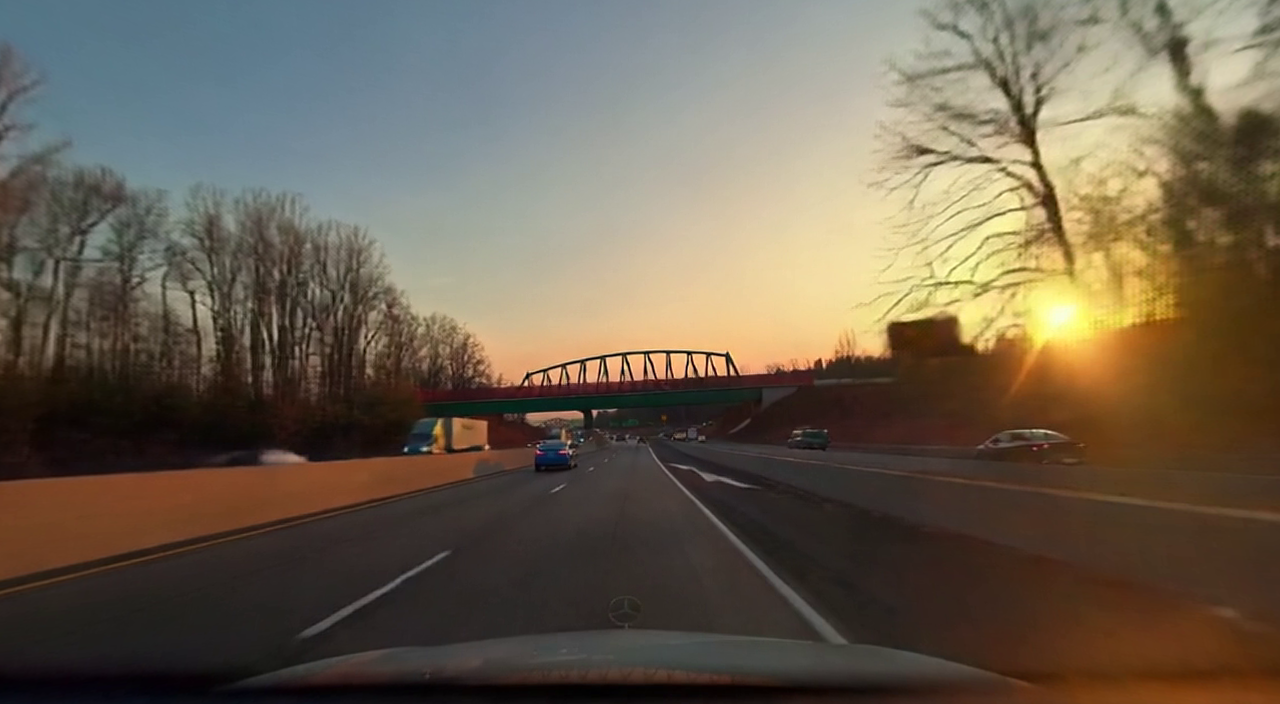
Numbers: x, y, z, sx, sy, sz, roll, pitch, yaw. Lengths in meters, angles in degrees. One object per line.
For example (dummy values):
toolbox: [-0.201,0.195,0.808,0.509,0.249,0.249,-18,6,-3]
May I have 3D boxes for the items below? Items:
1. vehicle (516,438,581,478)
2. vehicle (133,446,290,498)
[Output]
vehicle: [-3.777,4.449,26.632,2.052,1.556,4.405,0,-8,0]
vehicle: [-13.907,3.881,20.794,1.924,1.530,4.565,0,-9,1]
